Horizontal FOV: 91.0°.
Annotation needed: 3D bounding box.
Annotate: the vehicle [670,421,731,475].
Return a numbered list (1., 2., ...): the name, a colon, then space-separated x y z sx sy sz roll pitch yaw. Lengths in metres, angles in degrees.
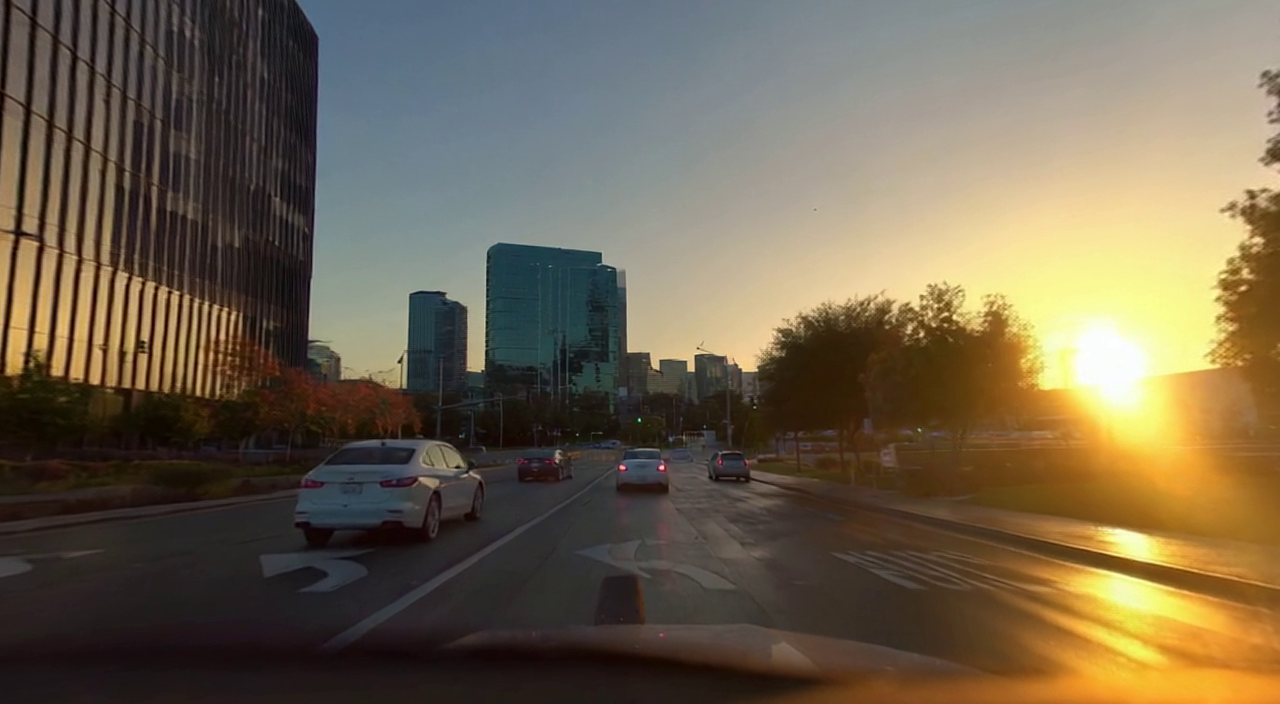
1. vehicle: 4.009 6.866 45.177 3.074 3.316 12.953 0 -9 0

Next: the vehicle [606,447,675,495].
1. vehicle: 0.054 4.123 22.249 2.174 1.509 4.374 0 -9 1

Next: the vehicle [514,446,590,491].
1. vehicle: -3.193 4.339 23.807 2.044 1.508 4.479 0 -9 2

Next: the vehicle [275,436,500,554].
1. vehicle: -3.780 2.189 10.395 1.933 1.520 4.195 0 -9 0

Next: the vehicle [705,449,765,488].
1. vehicle: 4.020 4.982 27.351 1.940 1.514 4.187 0 -9 0
